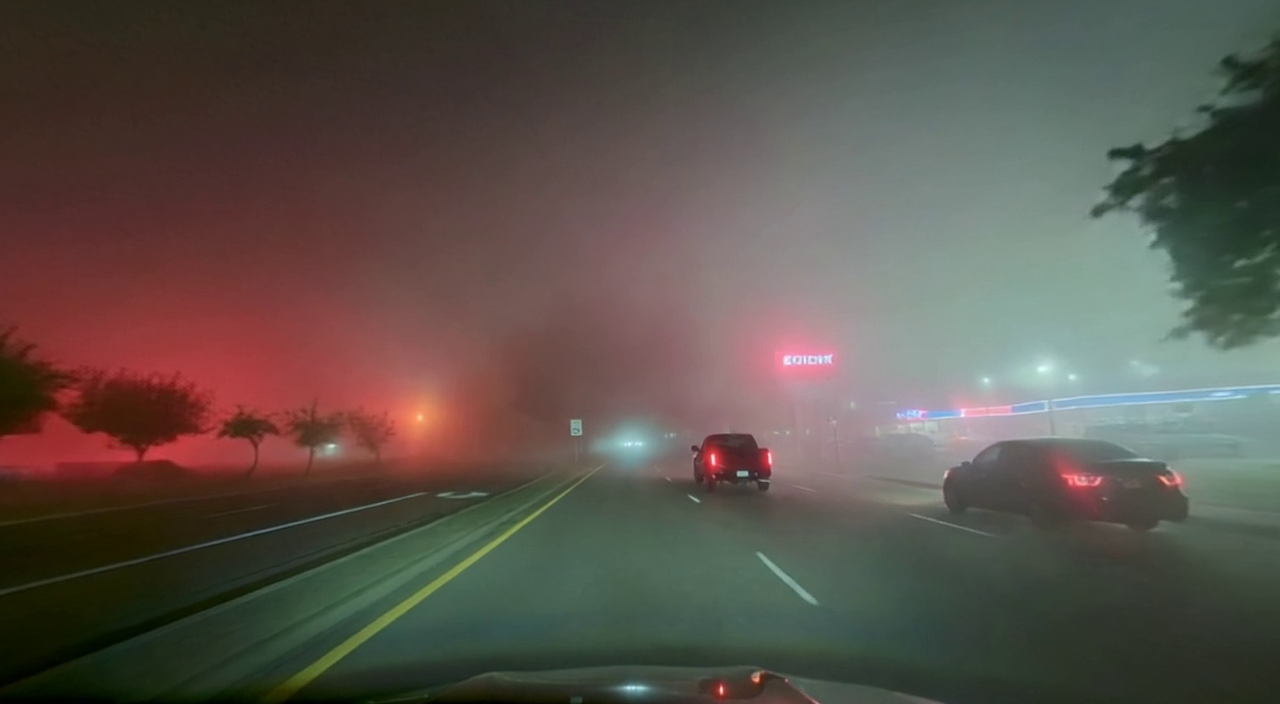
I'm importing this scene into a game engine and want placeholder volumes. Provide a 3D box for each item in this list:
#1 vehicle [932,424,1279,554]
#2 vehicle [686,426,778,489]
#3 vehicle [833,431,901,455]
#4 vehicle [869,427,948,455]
[{"bbox_3d":[6.504,1.911,9.586,1.986,1.480,4.296,0,-8,-1],"label":"vehicle"},{"bbox_3d":[2.808,3.384,20.607,2.214,1.749,4.998,0,-8,0],"label":"vehicle"},{"bbox_3d":[17.393,6.988,48.477,4.345,1.707,2.046,0,-8,-3],"label":"vehicle"},{"bbox_3d":[17.597,5.869,41.540,4.262,1.714,2.084,-1,-8,6],"label":"vehicle"}]
